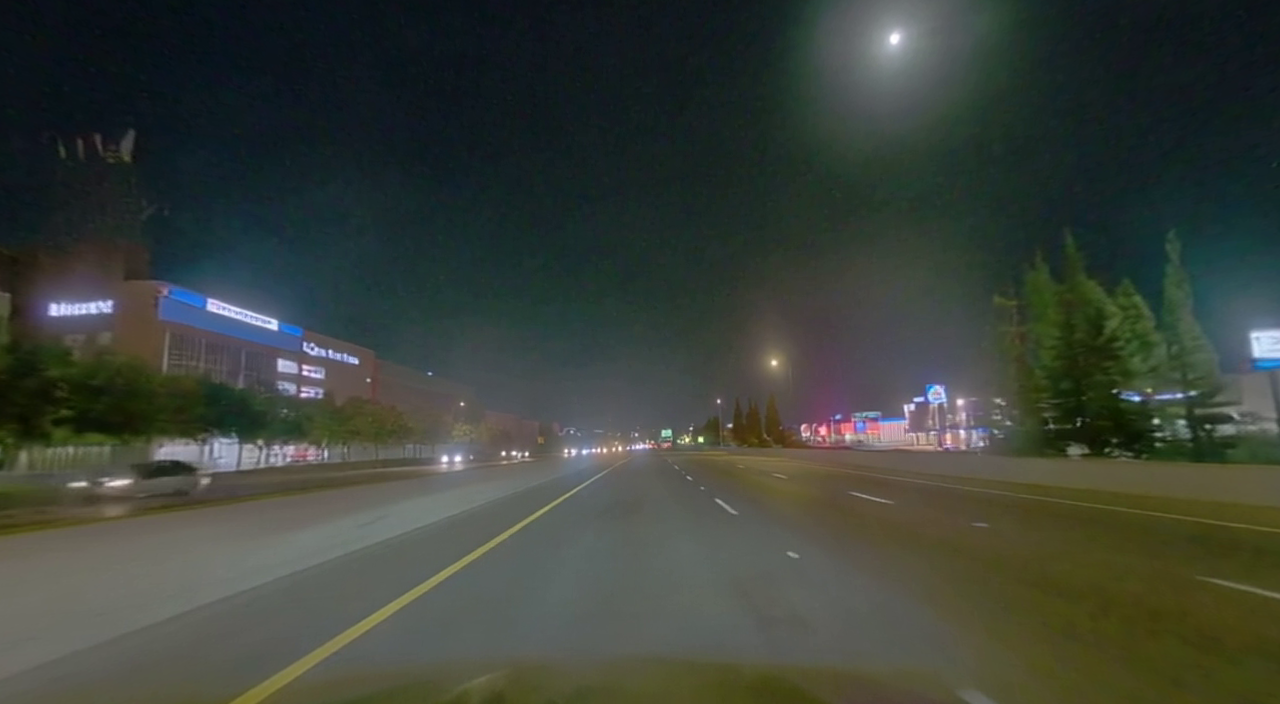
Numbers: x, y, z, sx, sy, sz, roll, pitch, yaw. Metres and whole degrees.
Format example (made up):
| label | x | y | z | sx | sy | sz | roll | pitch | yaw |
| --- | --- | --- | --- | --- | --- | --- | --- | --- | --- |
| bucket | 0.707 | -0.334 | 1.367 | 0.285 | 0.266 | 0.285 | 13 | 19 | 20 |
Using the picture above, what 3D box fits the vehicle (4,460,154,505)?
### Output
| label | x | y | z | sx | sy | sz | roll | pitch | yaw |
| --- | --- | --- | --- | --- | --- | --- | --- | --- | --- |
| vehicle | -22.157 | 5.129 | 25.209 | 1.888 | 1.494 | 4.467 | 0 | -8 | 0 |
